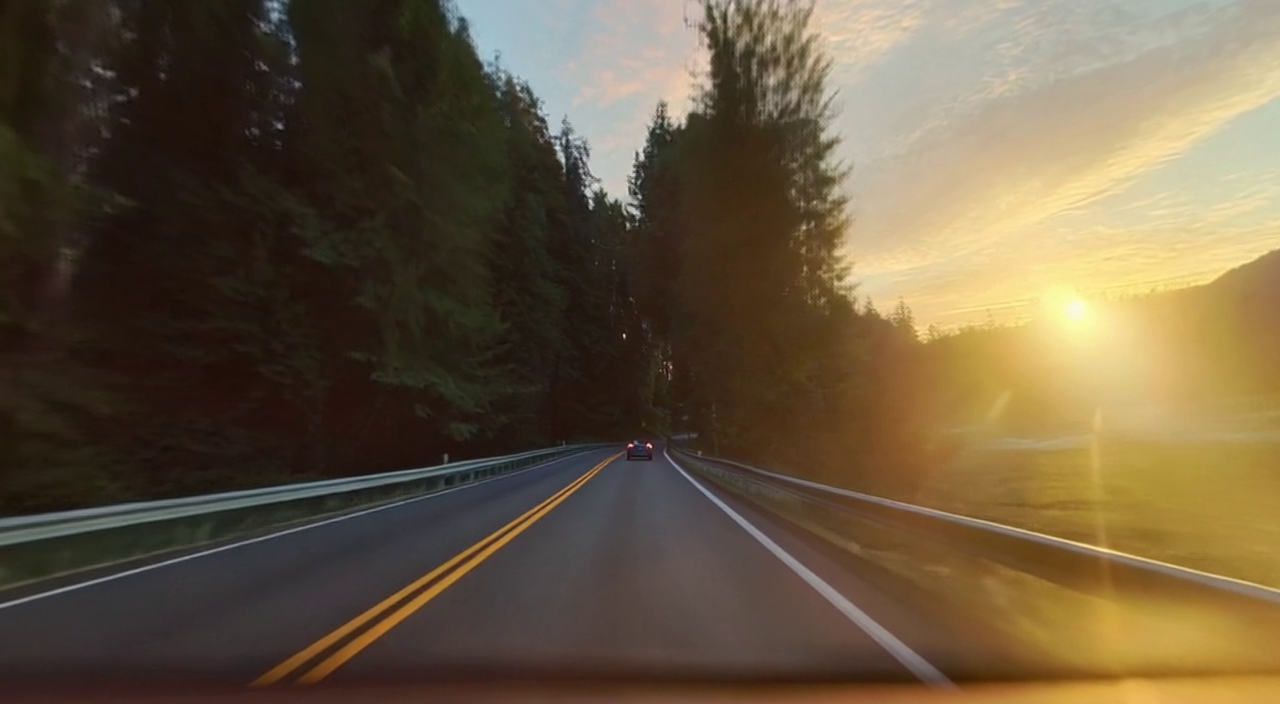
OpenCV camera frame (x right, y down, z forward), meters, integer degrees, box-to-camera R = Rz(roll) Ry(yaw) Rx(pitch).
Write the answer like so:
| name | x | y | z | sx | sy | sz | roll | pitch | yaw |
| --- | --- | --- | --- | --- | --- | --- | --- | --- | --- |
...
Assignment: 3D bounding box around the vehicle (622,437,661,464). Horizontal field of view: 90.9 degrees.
| name | x | y | z | sx | sy | sz | roll | pitch | yaw |
| --- | --- | --- | --- | --- | --- | --- | --- | --- | --- |
| vehicle | 0.088 | 5.781 | 37.244 | 2.120 | 1.491 | 4.349 | 0 | -8 | 0 |
